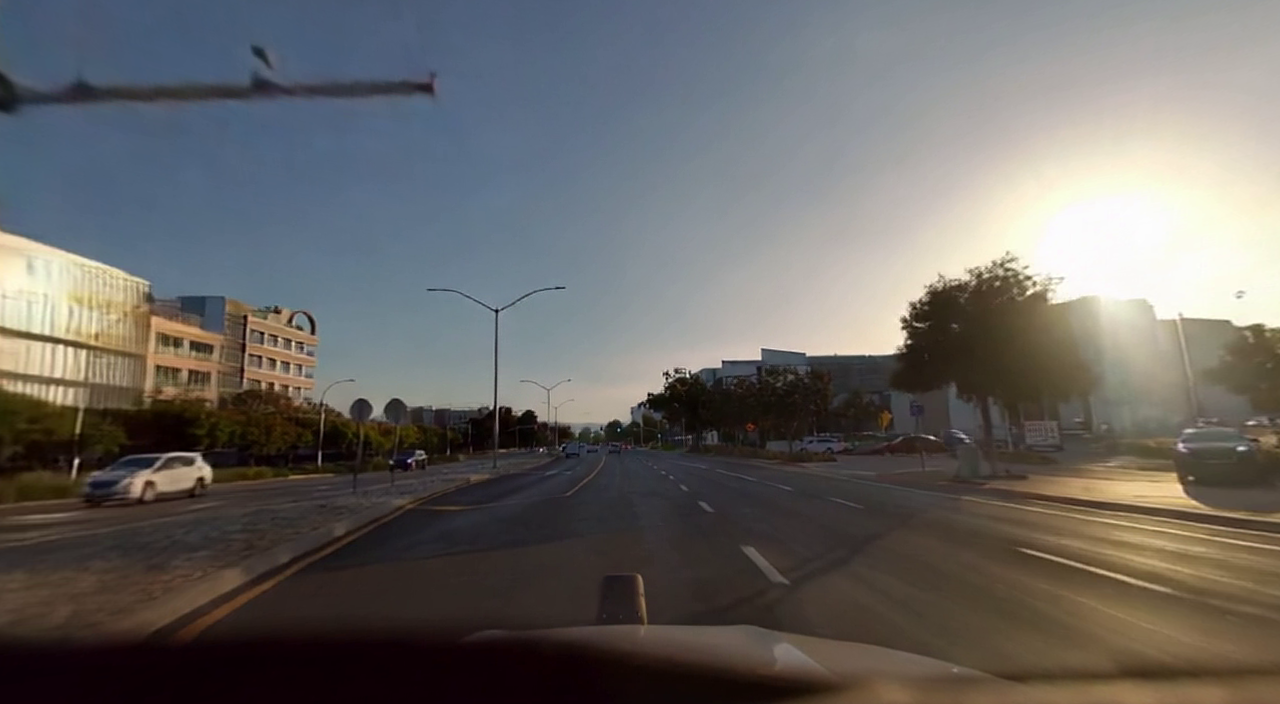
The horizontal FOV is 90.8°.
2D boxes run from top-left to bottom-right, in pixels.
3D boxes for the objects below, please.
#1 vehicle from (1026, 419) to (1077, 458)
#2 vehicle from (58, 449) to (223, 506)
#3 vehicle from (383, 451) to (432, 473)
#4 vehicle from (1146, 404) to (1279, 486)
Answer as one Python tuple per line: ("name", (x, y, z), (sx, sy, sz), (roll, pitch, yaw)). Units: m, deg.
("vehicle", (25.205, 5.355, 38.800), (1.246, 2.287, 2.709), (-1, -9, 2))
("vehicle", (-18.479, 4.618, 23.780), (2.284, 1.801, 4.822), (-2, -9, 0))
("vehicle", (-17.944, 8.504, 49.019), (2.039, 1.466, 4.783), (-1, -9, -1))
("vehicle", (22.225, 3.494, 24.180), (5.332, 2.719, 2.336), (2, -9, -30))
